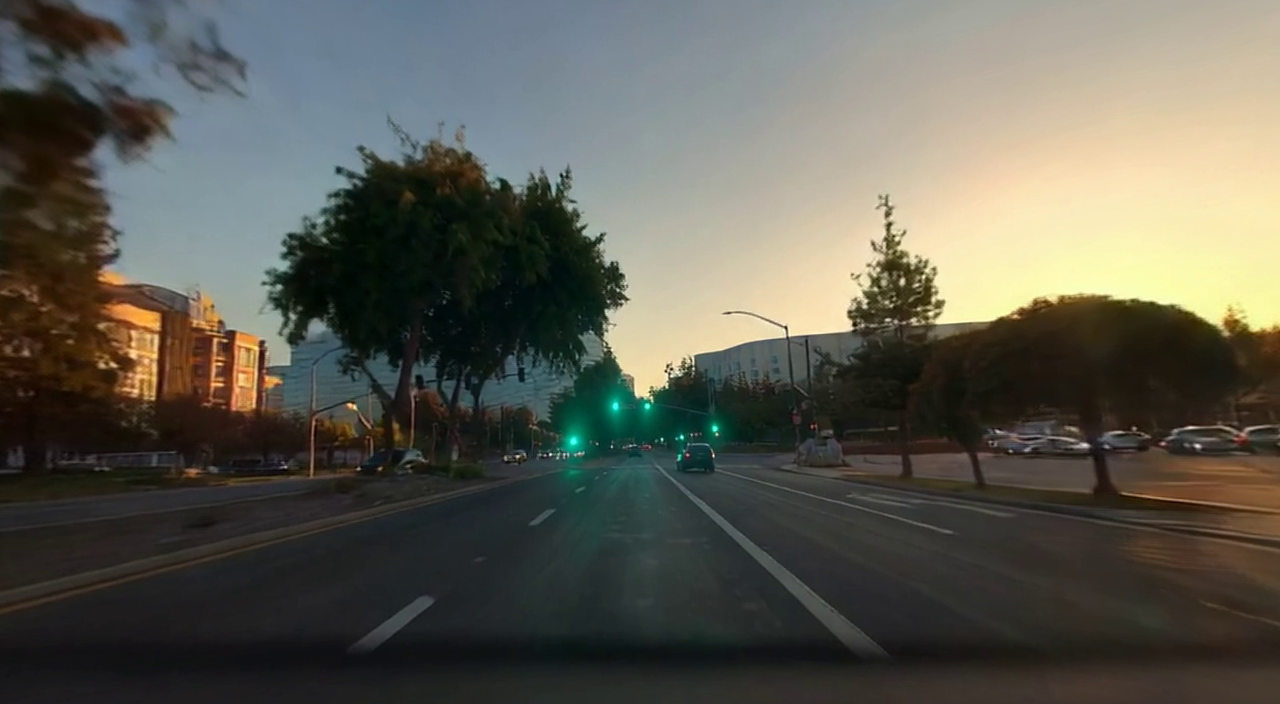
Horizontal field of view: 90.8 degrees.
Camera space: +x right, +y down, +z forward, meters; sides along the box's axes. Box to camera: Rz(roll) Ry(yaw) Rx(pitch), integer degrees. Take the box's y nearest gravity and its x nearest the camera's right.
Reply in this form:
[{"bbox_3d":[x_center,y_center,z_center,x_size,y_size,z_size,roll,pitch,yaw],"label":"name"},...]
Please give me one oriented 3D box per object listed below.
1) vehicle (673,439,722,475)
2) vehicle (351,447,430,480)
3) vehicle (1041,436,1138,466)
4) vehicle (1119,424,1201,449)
[{"bbox_3d":[3.007,5.604,33.944,2.069,1.761,4.610,0,-9,-2],"label":"vehicle"},{"bbox_3d":[-12.194,5.474,31.263,2.005,1.493,4.682,0,-9,0],"label":"vehicle"},{"bbox_3d":[22.538,4.973,31.774,3.536,1.412,1.727,0,-9,-1],"label":"vehicle"},{"bbox_3d":[35.045,5.771,42.729,1.909,1.576,4.216,1,-9,0],"label":"vehicle"}]
